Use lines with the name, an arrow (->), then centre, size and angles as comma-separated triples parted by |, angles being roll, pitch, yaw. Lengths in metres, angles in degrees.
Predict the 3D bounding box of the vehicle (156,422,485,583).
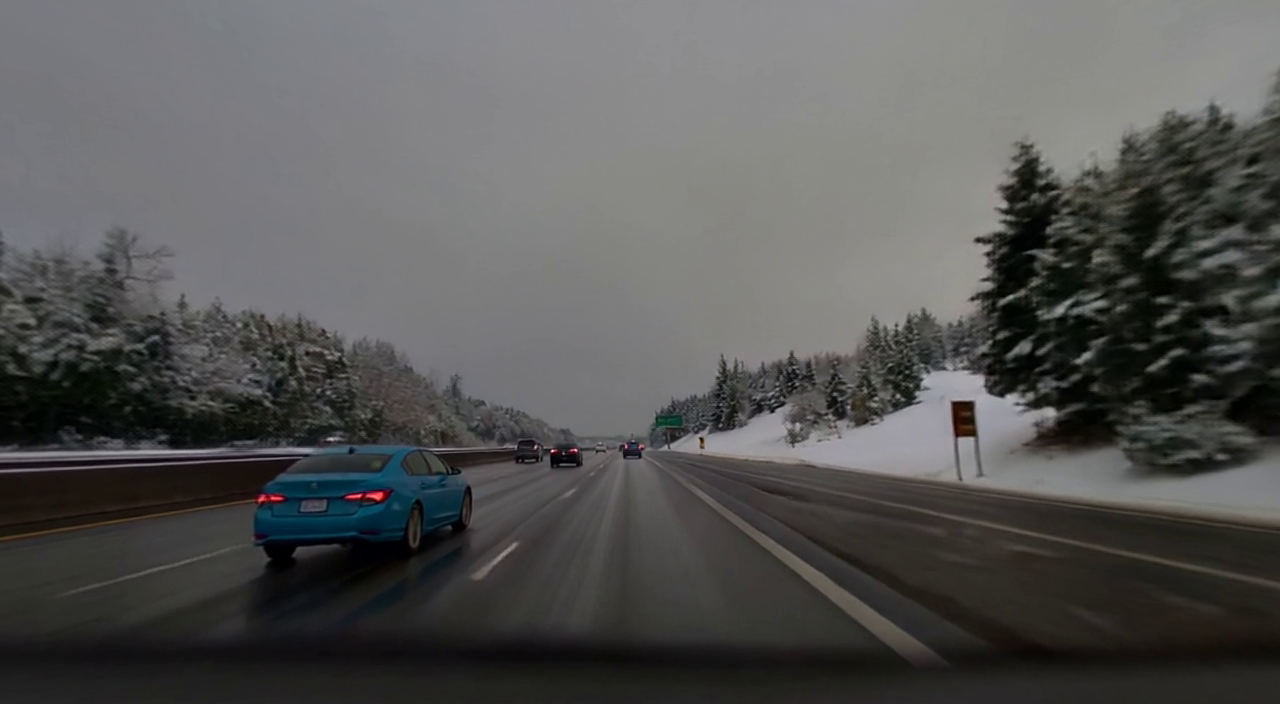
vehicle -> -3.581, 1.754, 8.266 | 2.025, 1.506, 4.429 | 0, -8, -1

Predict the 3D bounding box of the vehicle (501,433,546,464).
vehicle -> -7.911, 6.625, 43.337 | 2.171, 1.982, 5.246 | 0, -8, -1

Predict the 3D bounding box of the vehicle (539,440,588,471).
vehicle -> -3.942, 5.391, 33.229 | 2.068, 1.501, 4.395 | 0, -8, -1
